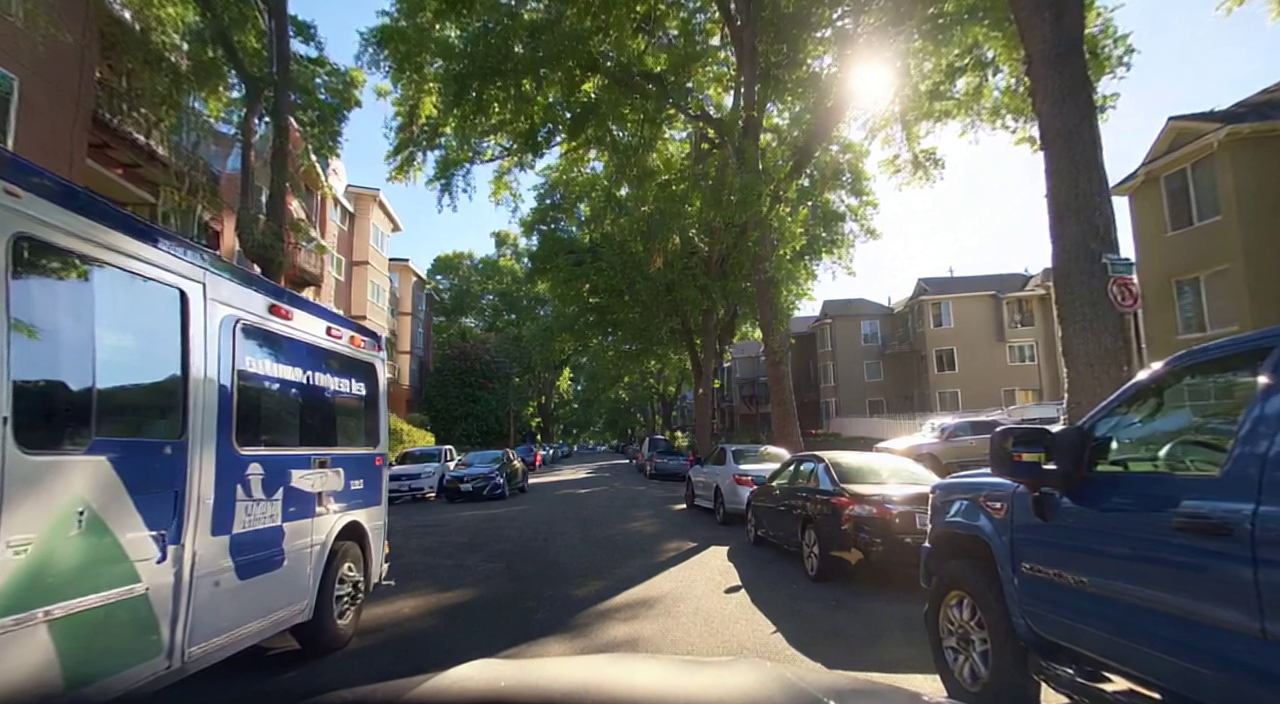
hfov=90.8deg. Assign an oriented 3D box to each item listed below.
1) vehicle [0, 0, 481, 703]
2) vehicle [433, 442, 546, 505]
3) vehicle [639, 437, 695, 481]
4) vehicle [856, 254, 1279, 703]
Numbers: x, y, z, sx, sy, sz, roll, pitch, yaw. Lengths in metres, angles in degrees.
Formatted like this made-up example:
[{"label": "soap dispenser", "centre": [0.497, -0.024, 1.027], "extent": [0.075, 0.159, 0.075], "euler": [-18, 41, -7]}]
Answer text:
[{"label": "vehicle", "centre": [-2.650, 0.286, 1.911], "extent": [2.705, 2.859, 6.875], "euler": [0, -8, -2]}, {"label": "vehicle", "centre": [-3.983, 3.275, 17.535], "extent": [1.966, 1.515, 4.394], "euler": [0, -8, 1]}, {"label": "vehicle", "centre": [1.032, 4.462, 26.578], "extent": [1.878, 1.664, 4.033], "euler": [1, -8, -5]}, {"label": "vehicle", "centre": [2.670, 0.619, 1.168], "extent": [2.369, 1.761, 5.836], "euler": [0, -8, -1]}]
